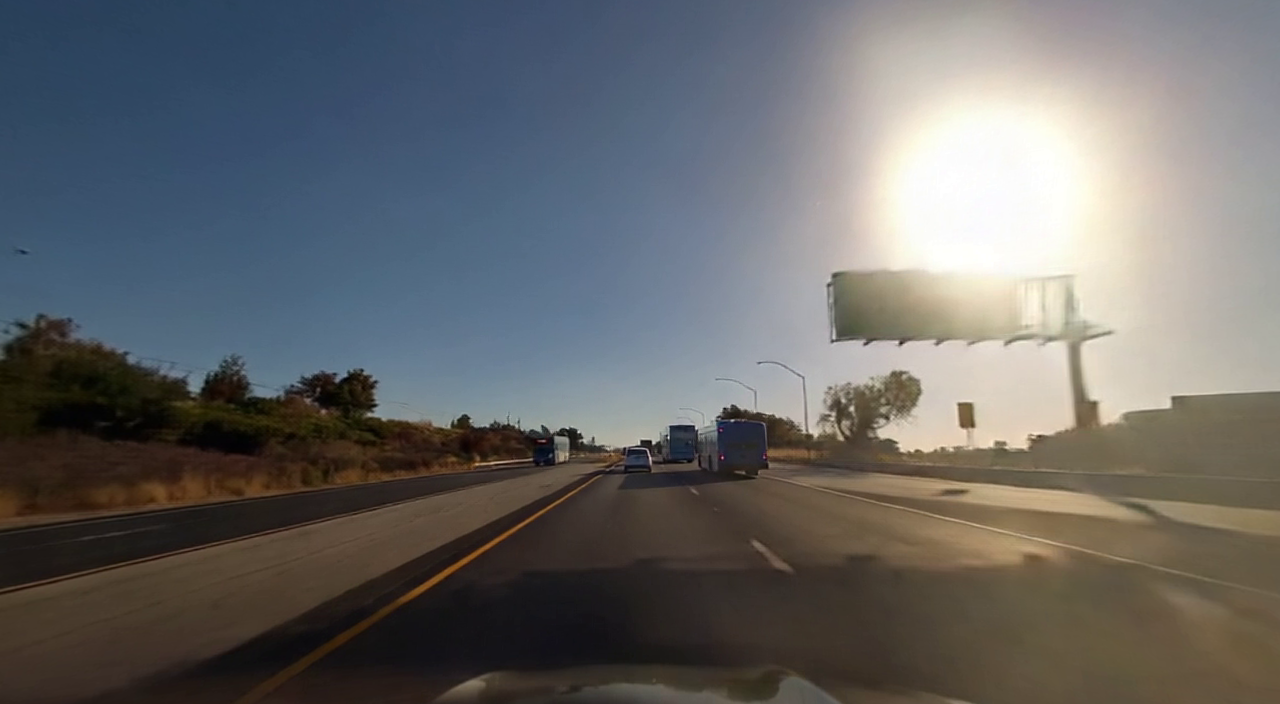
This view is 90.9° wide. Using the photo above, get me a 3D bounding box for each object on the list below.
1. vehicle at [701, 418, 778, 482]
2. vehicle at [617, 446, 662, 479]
[{"bbox_3d":[4.303,4.426,28.438,2.440,2.555,5.957,0,-9,0],"label":"vehicle"},{"bbox_3d":[-0.023,5.252,30.177,2.004,1.449,3.817,0,-9,0],"label":"vehicle"}]
